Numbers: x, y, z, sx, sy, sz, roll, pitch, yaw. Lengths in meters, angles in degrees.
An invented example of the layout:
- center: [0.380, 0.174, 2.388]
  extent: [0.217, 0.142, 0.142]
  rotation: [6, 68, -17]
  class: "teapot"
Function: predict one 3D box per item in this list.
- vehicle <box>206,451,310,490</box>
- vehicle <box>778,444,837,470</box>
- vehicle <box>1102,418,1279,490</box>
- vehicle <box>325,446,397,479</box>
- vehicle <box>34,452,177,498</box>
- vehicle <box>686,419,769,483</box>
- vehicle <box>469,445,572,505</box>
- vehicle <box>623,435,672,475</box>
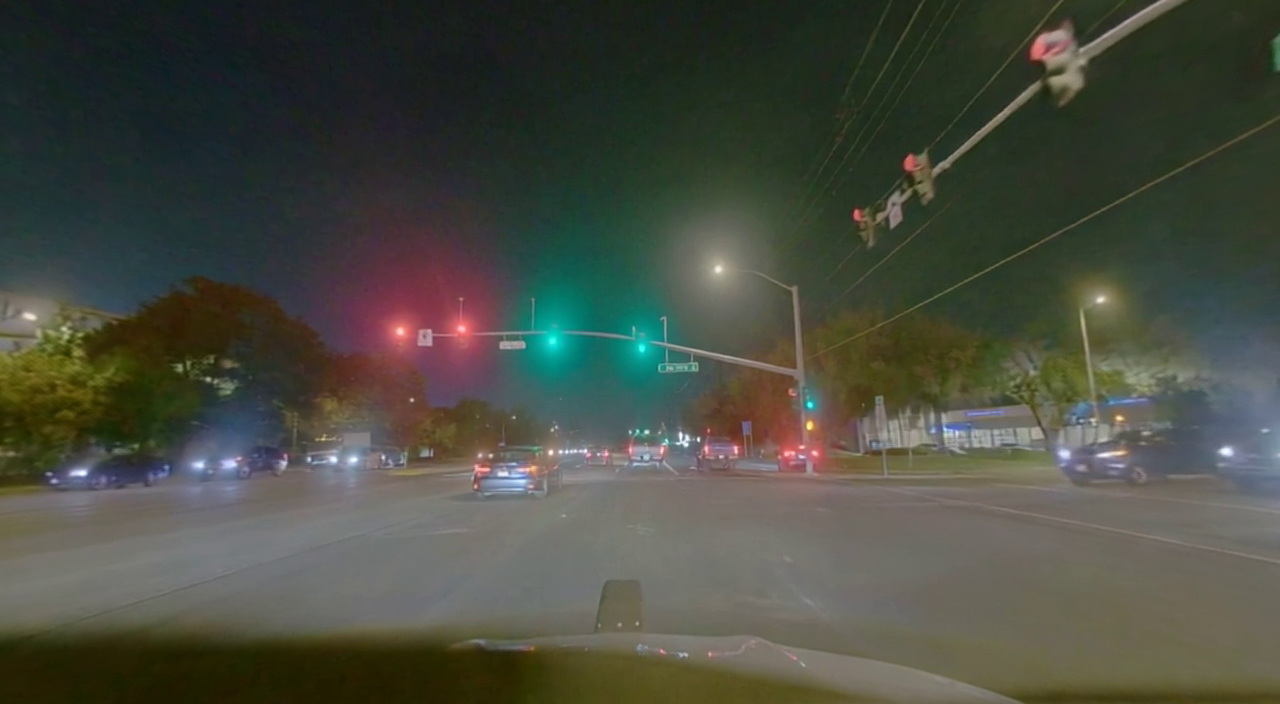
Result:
- center: [-17.950, 5.545, 30.009]
  extent: [1.958, 1.683, 4.559]
  rotation: [-1, -9, 2]
  class: "vehicle"
- center: [11.312, 7.151, 43.067]
  extent: [2.010, 1.633, 4.246]
  rotation: [2, -9, -14]
  class: "vehicle"
- center: [15.469, 2.738, 16.979]
  extent: [4.681, 1.756, 2.109]
  rotation: [2, -9, -9]
  class: "vehicle"
- center: [-17.364, 6.863, 39.676]
  extent: [2.000, 1.894, 5.301]
  rotation: [-1, -9, 1]
  class: "vehicle"
- center: [-24.435, 5.618, 29.208]
  extent: [2.224, 1.759, 4.994]
  rotation: [-4, -9, 0]
  class: "vehicle"
- center: [3.908, 4.646, 29.871]
  extent: [2.905, 2.636, 6.895]
  rotation: [0, -9, 0]
  class: "vehicle"
- center: [-3.256, 3.442, 18.191]
  extent: [1.939, 1.494, 4.499]
  rotation: [-1, -9, 2]
  class: "vehicle"
- center: [0.507, 6.021, 37.091]
  extent: [2.643, 2.145, 5.585]
  rotation: [-1, -9, 2]
  class: "vehicle"
